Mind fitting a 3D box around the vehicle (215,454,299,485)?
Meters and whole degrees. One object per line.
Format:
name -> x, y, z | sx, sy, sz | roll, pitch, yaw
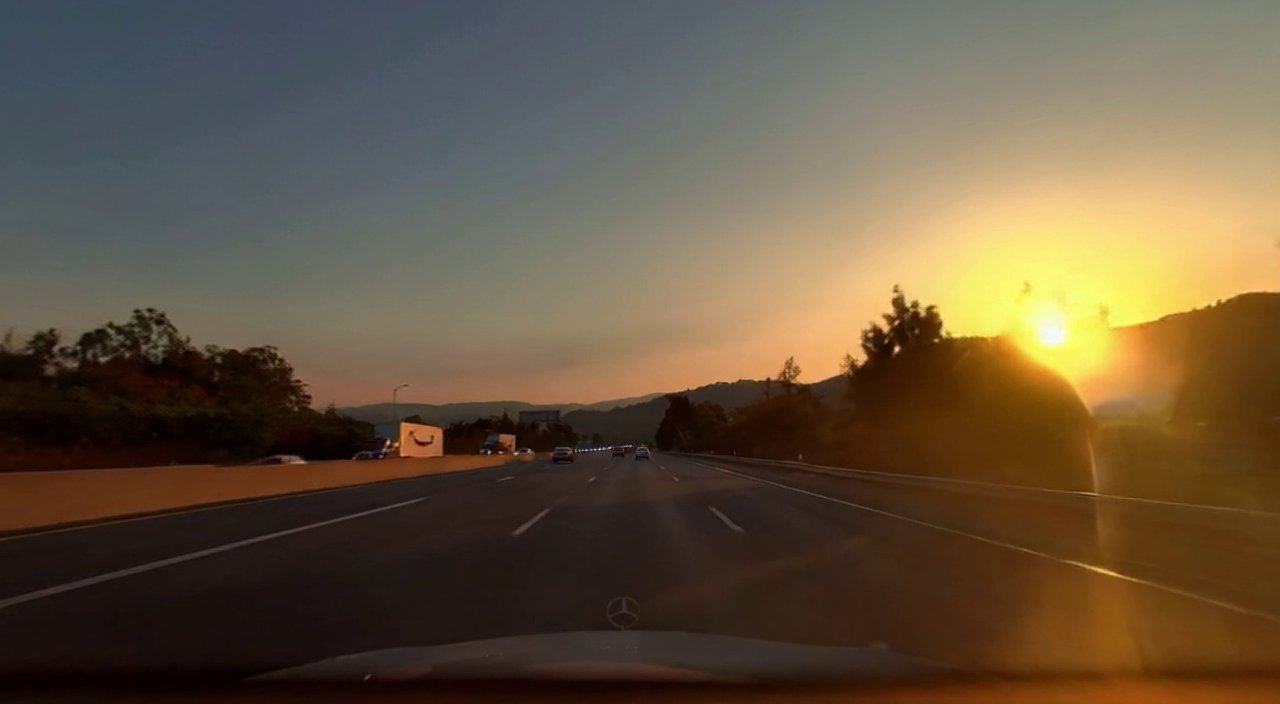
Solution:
vehicle -> -19.209, 5.862, 31.823 | 1.730, 1.403, 3.973 | 0, -9, 0
